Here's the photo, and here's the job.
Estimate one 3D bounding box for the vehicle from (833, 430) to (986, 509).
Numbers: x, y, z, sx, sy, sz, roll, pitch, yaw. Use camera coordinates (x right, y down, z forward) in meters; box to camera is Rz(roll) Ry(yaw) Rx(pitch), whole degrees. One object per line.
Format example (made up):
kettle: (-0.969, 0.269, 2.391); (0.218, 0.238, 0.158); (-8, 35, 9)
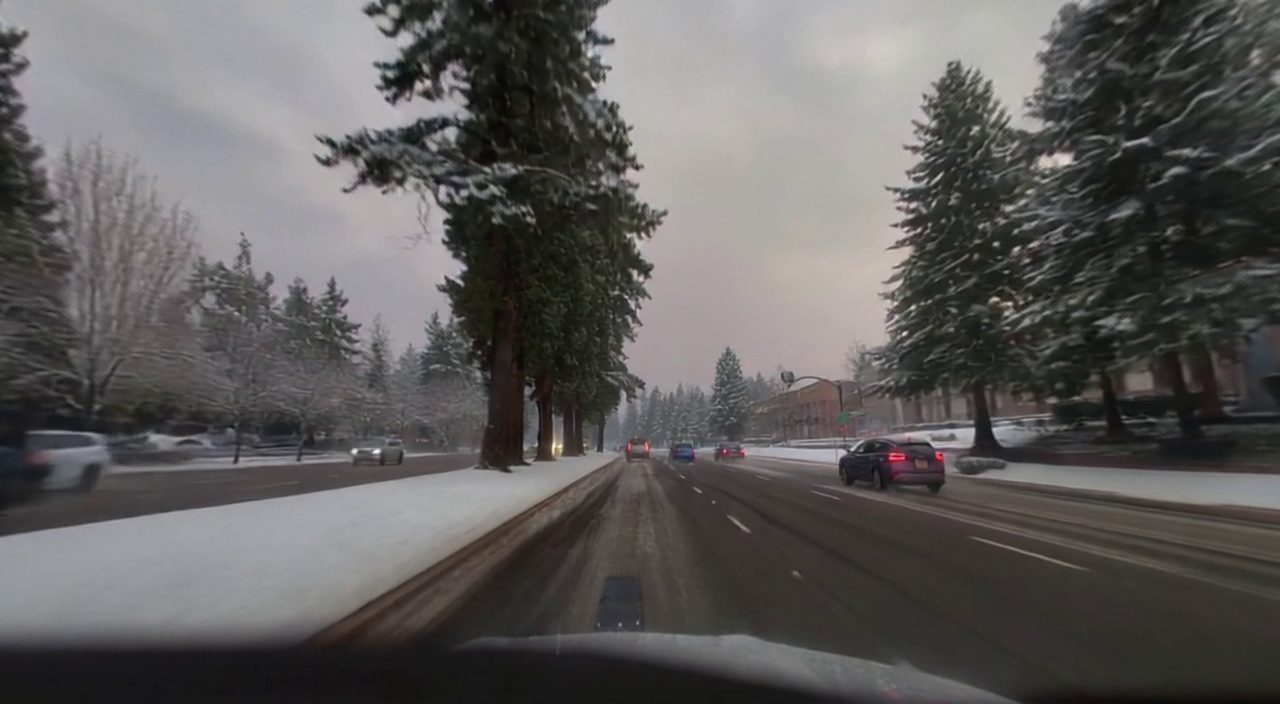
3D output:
vehicle: (6.749, 2.969, 16.459); (1.987, 1.730, 4.373); (1, -8, -1)

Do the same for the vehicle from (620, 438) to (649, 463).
vehicle: (-0.433, 7.500, 48.350); (2.146, 1.800, 4.042); (1, -8, -1)

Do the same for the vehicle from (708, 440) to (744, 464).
vehicle: (6.186, 7.243, 45.957); (1.931, 1.685, 4.054); (1, -8, -2)

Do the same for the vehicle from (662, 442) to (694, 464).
vehicle: (2.811, 7.496, 47.138); (1.930, 1.483, 4.471); (1, -8, -2)

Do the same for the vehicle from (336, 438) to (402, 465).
vehicle: (-17.676, 6.507, 41.477); (2.005, 1.628, 4.940); (0, -8, 1)
